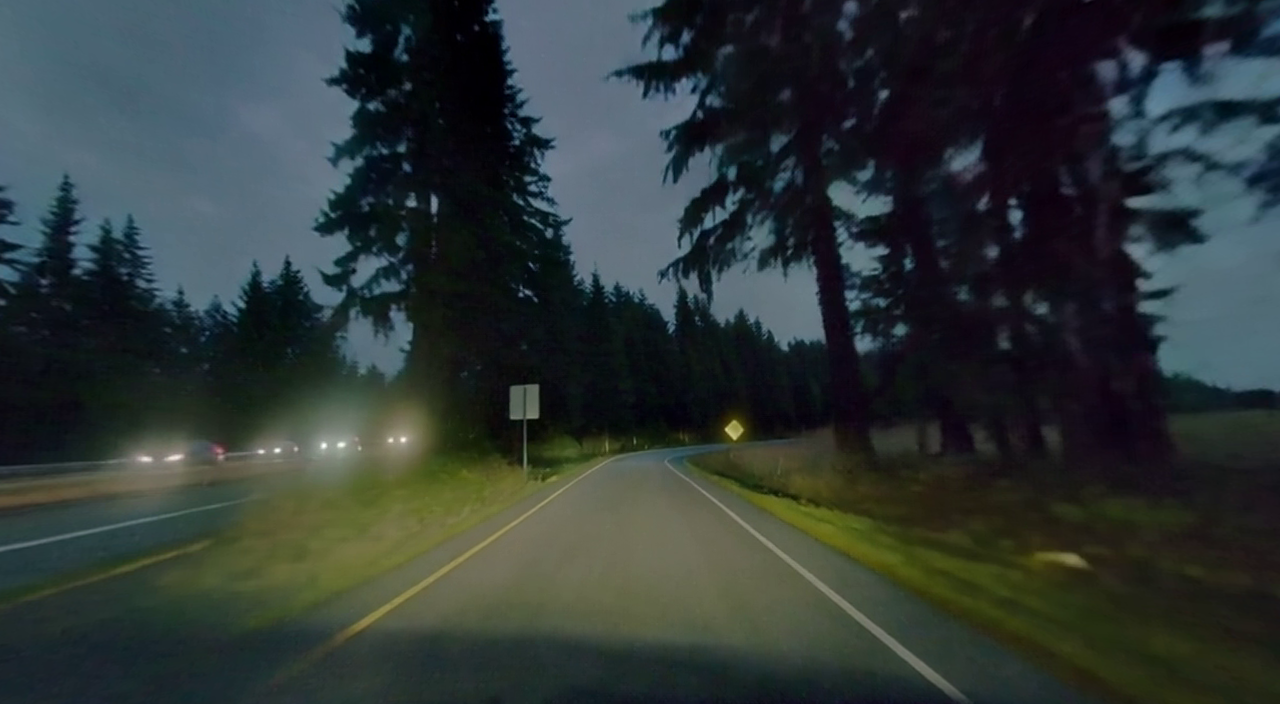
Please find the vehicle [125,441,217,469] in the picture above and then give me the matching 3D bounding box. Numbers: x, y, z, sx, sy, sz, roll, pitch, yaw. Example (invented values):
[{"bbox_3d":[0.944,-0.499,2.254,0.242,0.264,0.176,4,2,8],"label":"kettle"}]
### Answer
[{"bbox_3d":[-27.429,6.029,37.166,2.298,1.558,4.403,1,-9,-5],"label":"vehicle"}]
